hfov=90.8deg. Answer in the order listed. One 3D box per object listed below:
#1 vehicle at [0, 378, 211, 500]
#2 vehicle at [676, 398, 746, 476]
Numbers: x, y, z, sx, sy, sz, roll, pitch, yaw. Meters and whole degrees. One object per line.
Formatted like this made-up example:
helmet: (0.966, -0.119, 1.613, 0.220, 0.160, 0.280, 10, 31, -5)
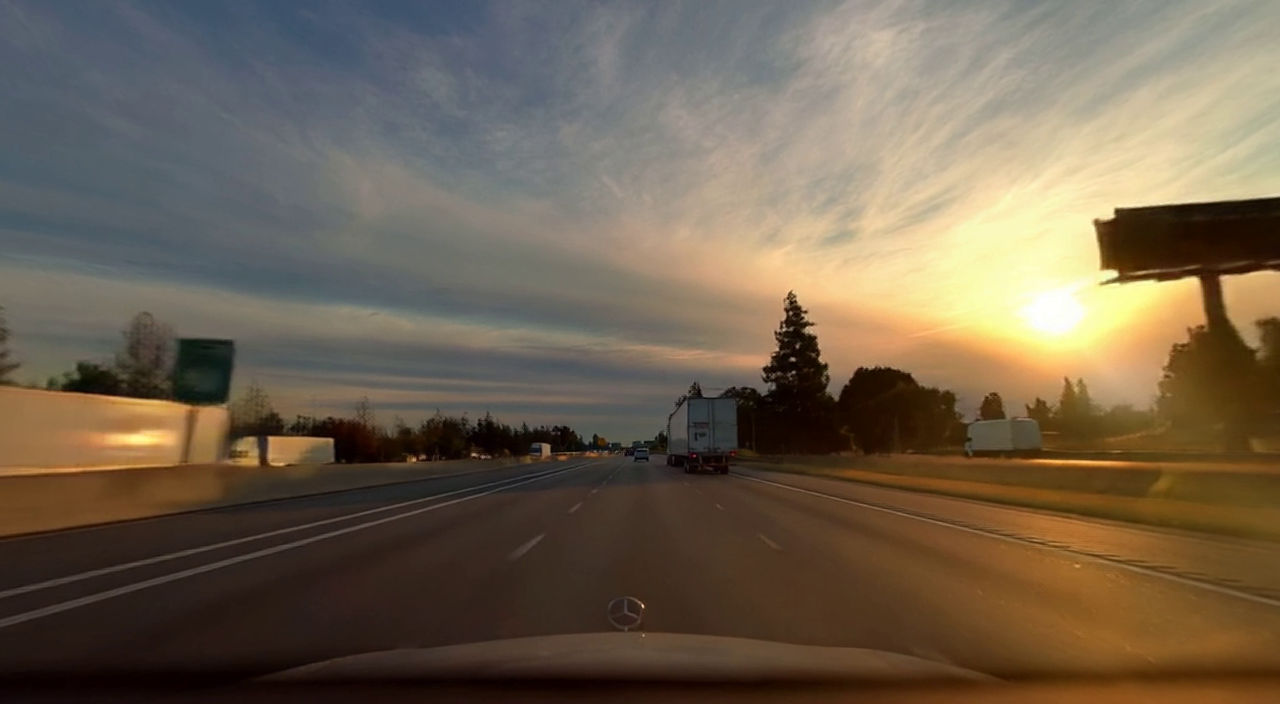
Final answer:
vehicle: (-20.529, 2.883, 20.744, 3.568, 3.525, 13.475, 0, -9, -1)
vehicle: (4.329, 5.686, 41.388, 3.058, 4.312, 12.251, 0, -9, 0)
